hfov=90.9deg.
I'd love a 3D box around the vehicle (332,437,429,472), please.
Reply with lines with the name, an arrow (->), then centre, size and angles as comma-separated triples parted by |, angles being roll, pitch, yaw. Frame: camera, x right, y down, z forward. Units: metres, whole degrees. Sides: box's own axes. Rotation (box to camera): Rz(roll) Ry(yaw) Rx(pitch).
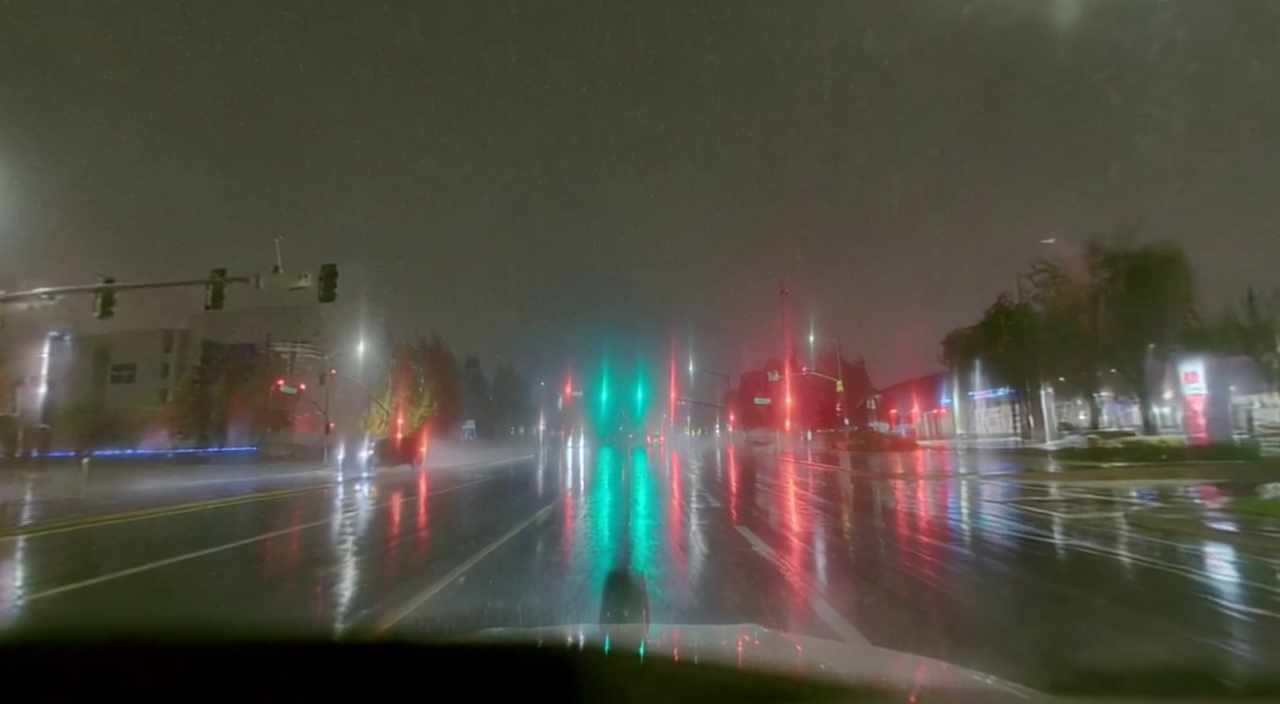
vehicle -> -14.841, 5.864, 36.278 | 4.938, 1.863, 2.162 | 3, -9, -21

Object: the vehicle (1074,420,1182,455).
vehicle -> 22.309, 3.931, 28.795 | 4.694, 1.481, 1.884 | 4, -9, -25
